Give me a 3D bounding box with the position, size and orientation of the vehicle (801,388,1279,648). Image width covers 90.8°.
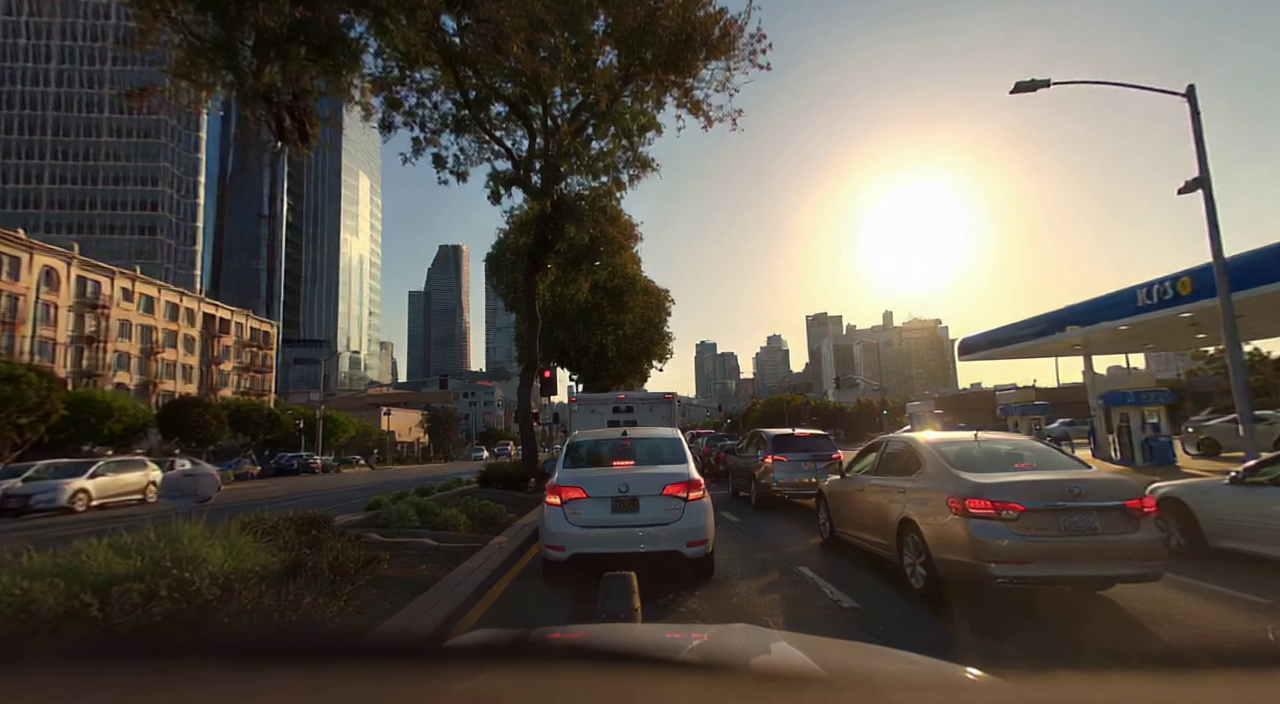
[{"bbox_3d":[3.360,1.420,6.472,2.056,1.700,4.399,0,-9,-3],"label":"vehicle"}]

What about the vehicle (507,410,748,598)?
[{"bbox_3d":[-0.150,1.612,7.463,2.106,1.613,3.697,0,-9,-1],"label":"vehicle"}]

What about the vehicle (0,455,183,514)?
[{"bbox_3d":[-17.946,4.296,21.007,2.137,1.635,4.457,0,-9,0],"label":"vehicle"}]
